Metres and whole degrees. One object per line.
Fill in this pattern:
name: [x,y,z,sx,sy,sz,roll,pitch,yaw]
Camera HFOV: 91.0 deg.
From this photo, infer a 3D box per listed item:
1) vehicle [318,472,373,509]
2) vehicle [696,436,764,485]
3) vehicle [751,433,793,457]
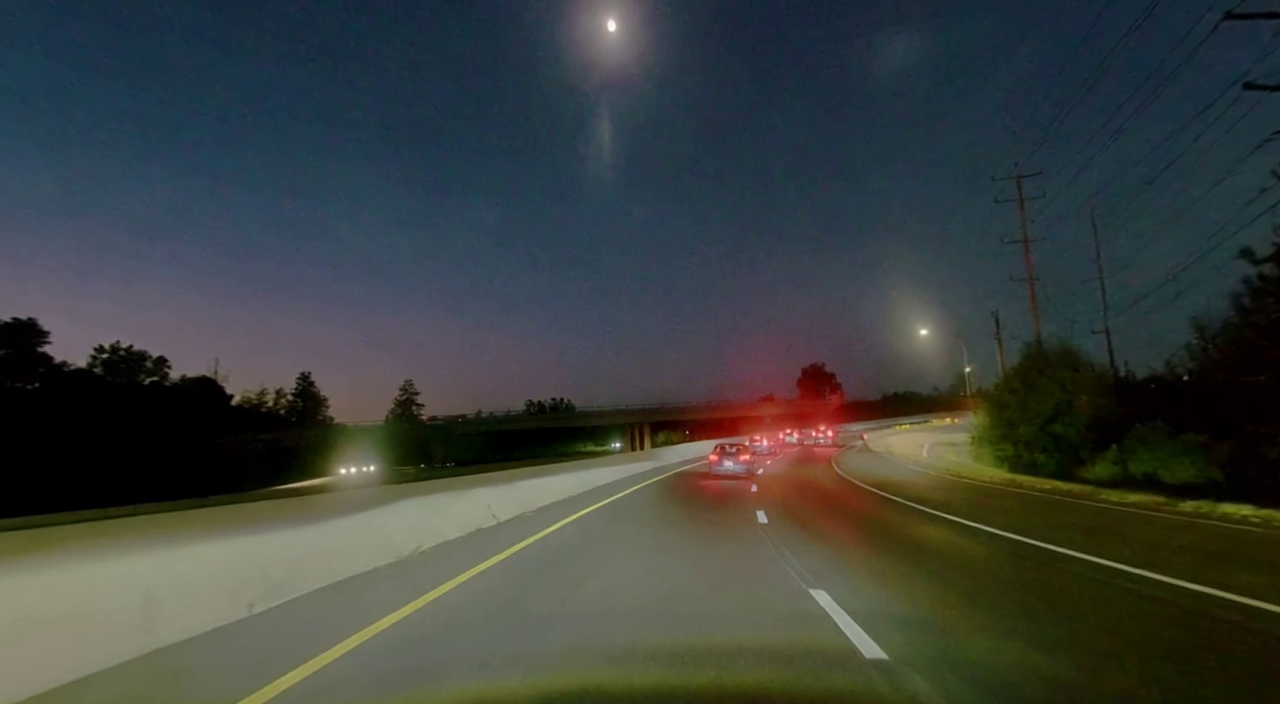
vehicle: [-14.076,6.594,30.231,1.781,1.443,3.939,2,-9,-17]
vehicle: [3.219,3.717,21.889,2.091,1.482,4.321,-2,-9,11]
vehicle: [8.792,6.156,41.751,2.078,1.474,4.165,-3,-9,20]
